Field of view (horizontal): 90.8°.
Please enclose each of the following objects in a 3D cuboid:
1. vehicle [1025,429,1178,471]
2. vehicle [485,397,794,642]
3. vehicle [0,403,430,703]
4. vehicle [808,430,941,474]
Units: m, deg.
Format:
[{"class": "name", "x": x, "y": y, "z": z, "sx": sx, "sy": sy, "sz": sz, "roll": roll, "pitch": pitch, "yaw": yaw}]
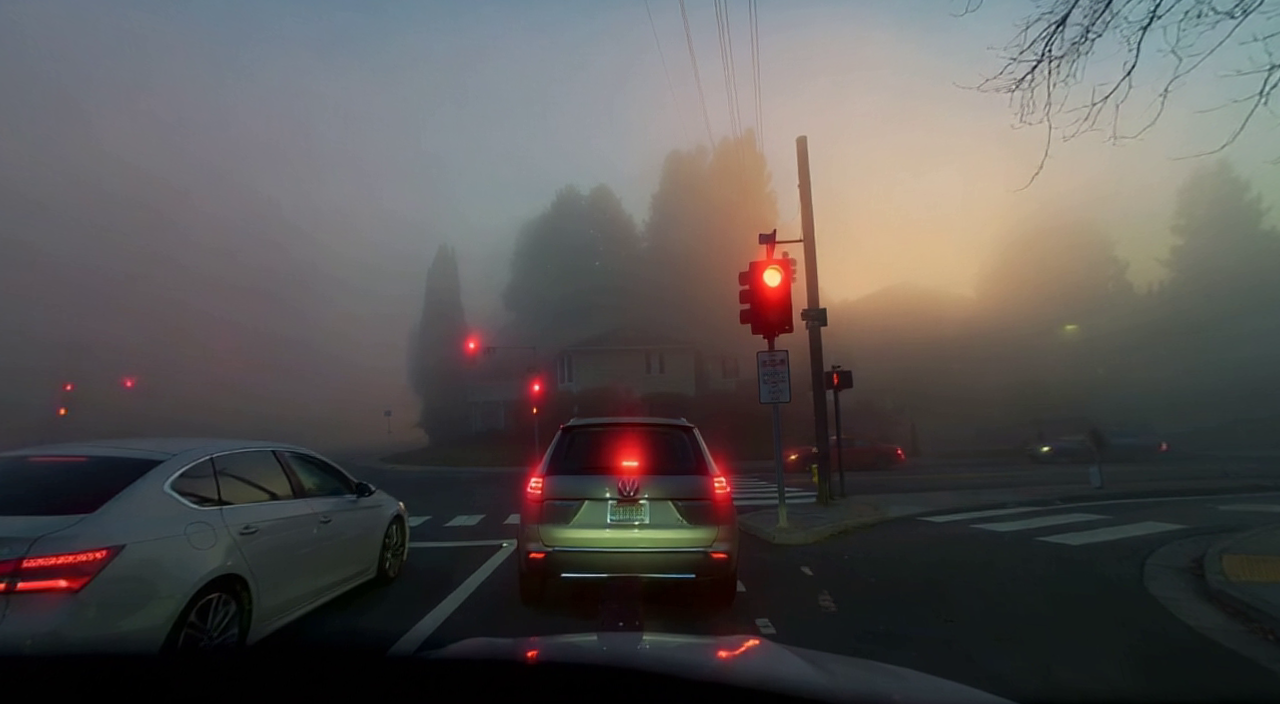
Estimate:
[{"class": "vehicle", "x": 18.931, "y": 4.040, "z": 26.120, "sx": 4.670, "sy": 1.616, "sz": 1.926, "roll": -1, "pitch": -9, "yaw": 6}, {"class": "vehicle", "x": -0.149, "y": 1.471, "z": 6.563, "sx": 2.154, "sy": 1.670, "sz": 4.140, "roll": 1, "pitch": -9, "yaw": -5}, {"class": "vehicle", "x": -3.297, "y": 1.275, "z": 4.713, "sx": 2.035, "sy": 1.492, "sz": 4.415, "roll": 0, "pitch": -9, "yaw": -2}, {"class": "vehicle", "x": 9.917, "y": 4.284, "z": 27.100, "sx": 4.887, "sy": 1.769, "sz": 2.035, "roll": -1, "pitch": -9, "yaw": 6}]
